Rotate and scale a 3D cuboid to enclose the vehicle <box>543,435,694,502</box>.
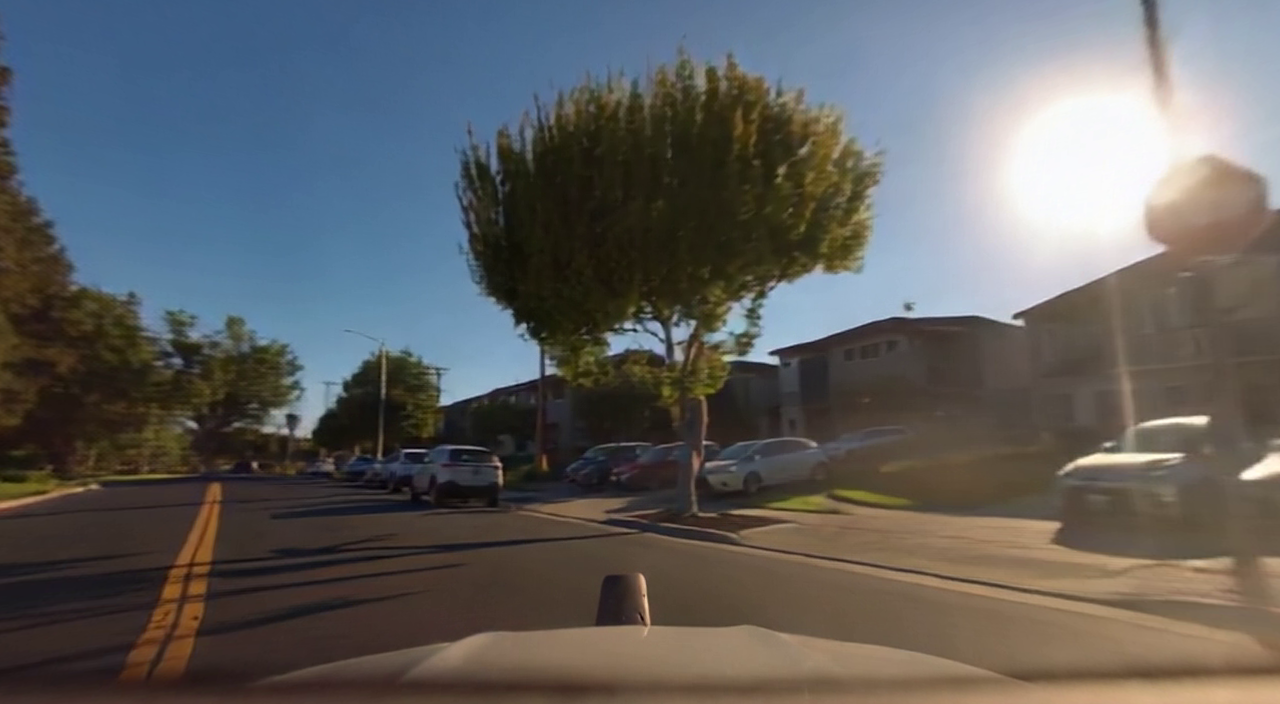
[{"bbox_3d":[-0.967,3.866,21.782,2.282,1.893,6.027,4,-8,-35],"label":"vehicle"}]

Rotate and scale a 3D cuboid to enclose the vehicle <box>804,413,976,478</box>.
[{"bbox_3d":[14.048,5.418,36.486,2.928,3.230,9.384,5,-9,-30],"label":"vehicle"}]

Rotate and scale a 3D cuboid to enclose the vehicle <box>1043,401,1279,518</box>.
[{"bbox_3d":[10.044,1.805,10.745,1.959,1.753,4.778,5,-10,-32],"label":"vehicle"}]

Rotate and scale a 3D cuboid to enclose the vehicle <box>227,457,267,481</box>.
[{"bbox_3d":[-27.946,8.256,44.559,2.010,1.499,4.107,6,-10,-35],"label":"vehicle"}]

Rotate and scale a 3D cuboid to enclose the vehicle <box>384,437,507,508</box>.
[{"bbox_3d":[-6.642,3.871,20.898,2.292,1.974,5.853,5,-10,-33],"label":"vehicle"}]
